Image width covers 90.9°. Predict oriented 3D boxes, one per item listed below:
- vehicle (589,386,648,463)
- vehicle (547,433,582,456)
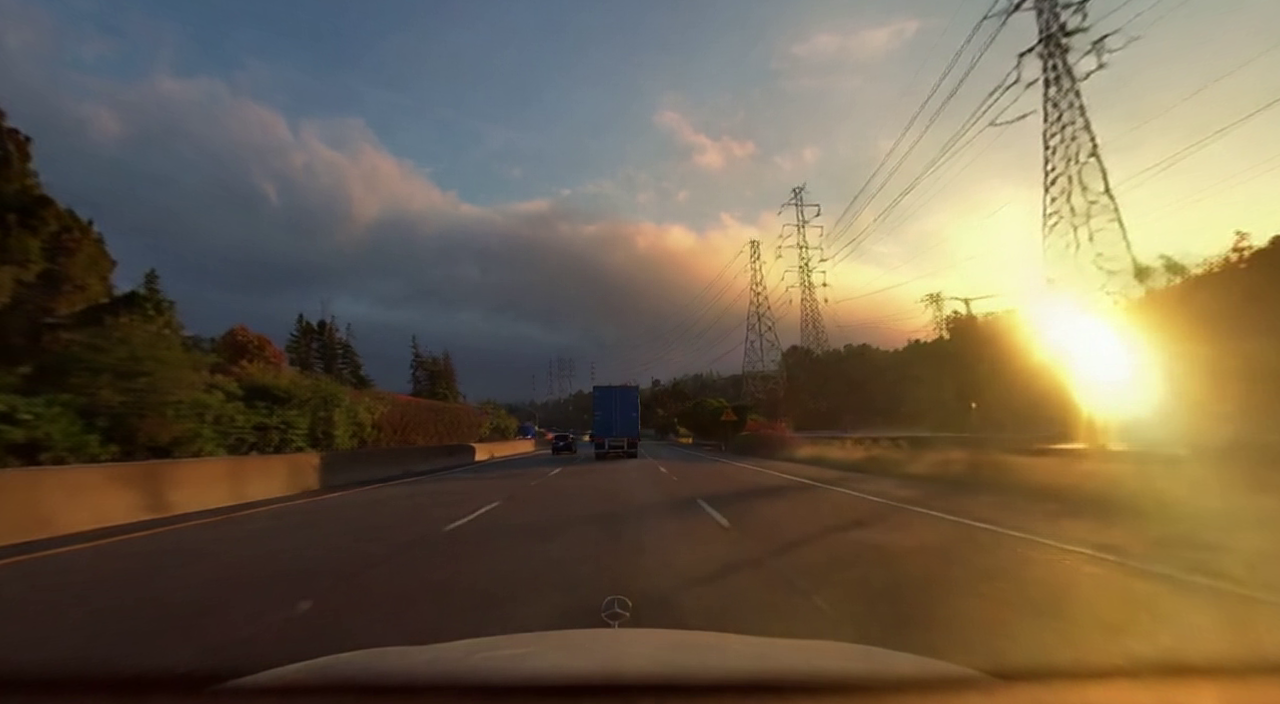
[{"bbox_3d":[-1.230,4.303,36.692,2.955,3.851,9.915,0,-8,-2],"label":"vehicle"},{"bbox_3d":[-5.507,6.801,46.396,2.117,1.618,4.480,0,-8,-1],"label":"vehicle"}]
